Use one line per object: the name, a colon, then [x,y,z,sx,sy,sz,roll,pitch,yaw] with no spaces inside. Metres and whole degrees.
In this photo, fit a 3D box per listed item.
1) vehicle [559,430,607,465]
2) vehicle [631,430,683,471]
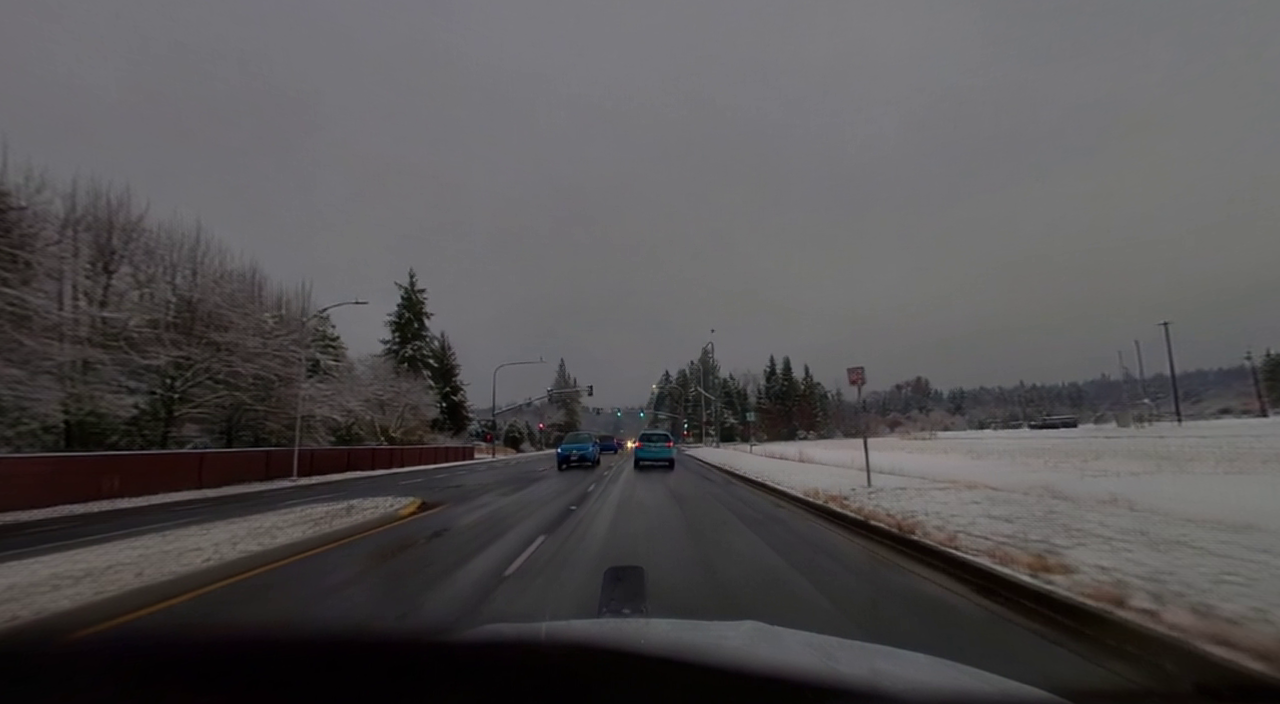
vehicle: [-3.054,5.279,34.832,2.190,1.766,4.394,0,-8,1]
vehicle: [0.698,4.320,27.764,2.127,1.665,3.993,0,-8,1]
